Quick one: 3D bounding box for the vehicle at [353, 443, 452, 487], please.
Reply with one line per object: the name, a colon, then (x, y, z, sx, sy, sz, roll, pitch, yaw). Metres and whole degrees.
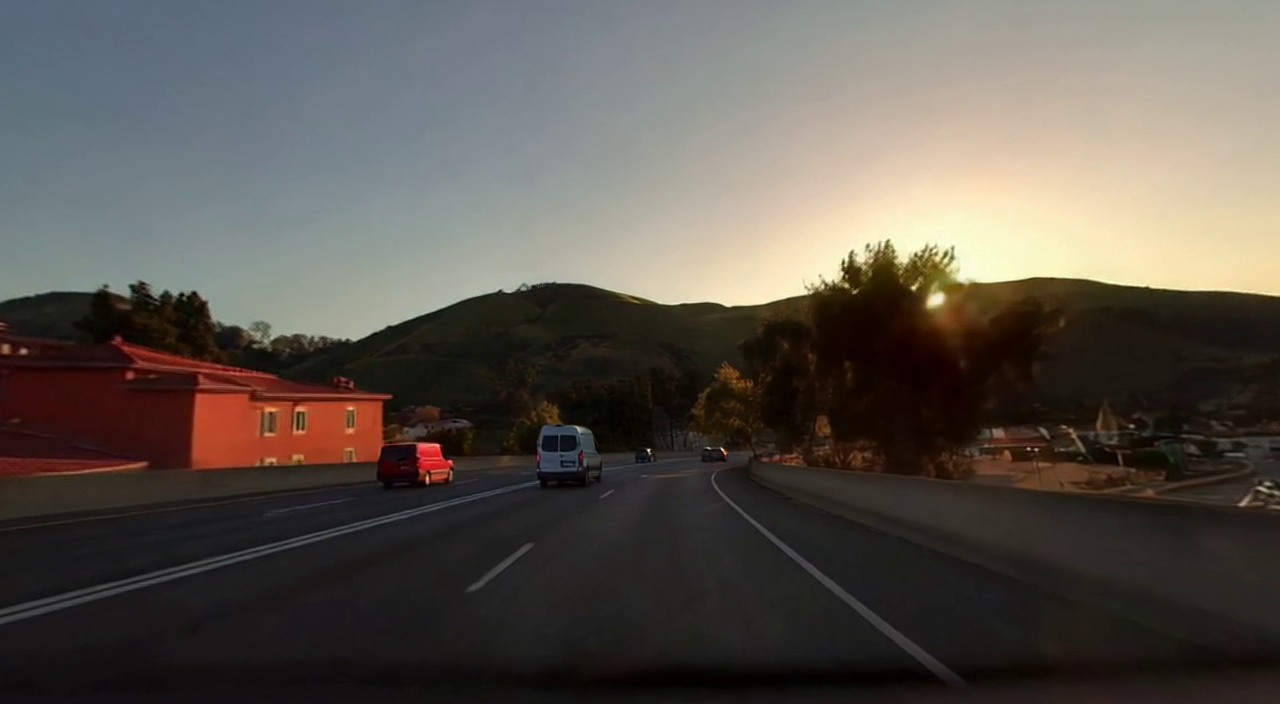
vehicle: (-9.005, 4.311, 24.438, 1.821, 1.524, 4.342, -1, -9, 5)

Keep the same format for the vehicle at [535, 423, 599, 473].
vehicle: (-4.225, 5.766, 37.835, 2.314, 2.703, 6.441, -1, -9, 7)
